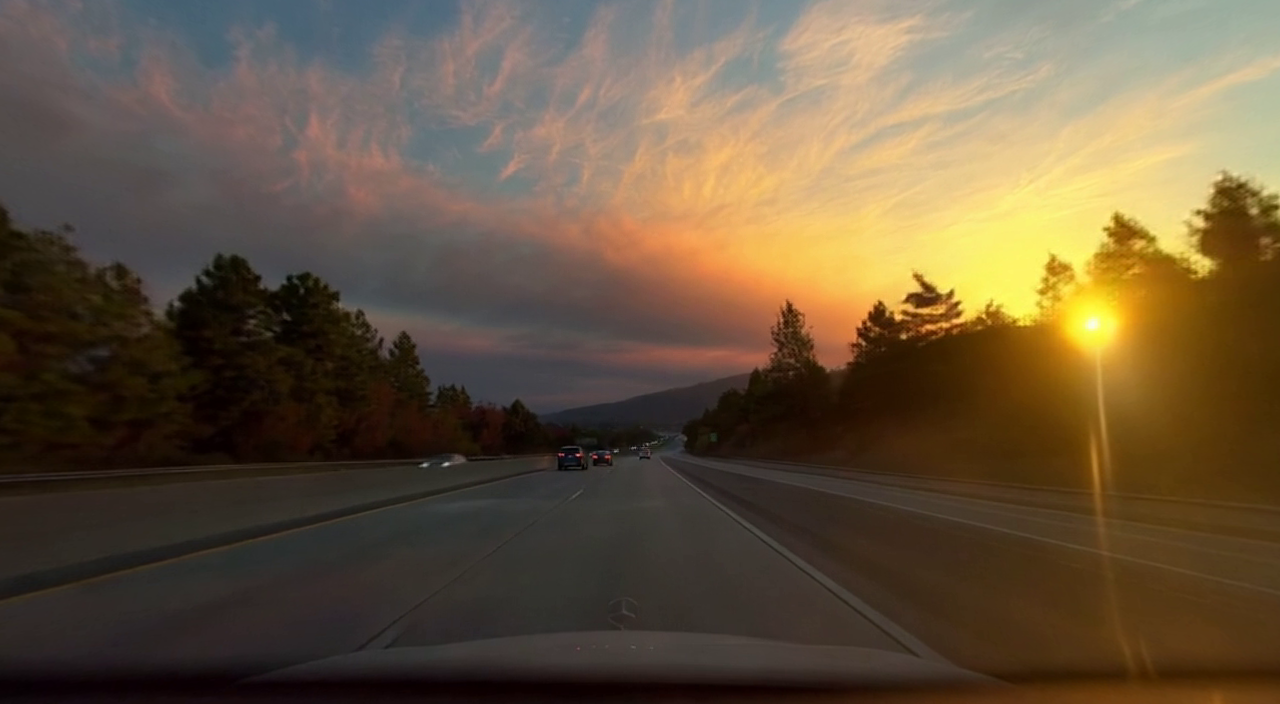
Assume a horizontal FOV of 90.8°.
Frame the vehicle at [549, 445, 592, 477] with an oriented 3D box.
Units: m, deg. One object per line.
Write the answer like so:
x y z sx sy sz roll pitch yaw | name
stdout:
-3.744 5.946 34.676 1.846 1.600 4.108 0 -9 0 | vehicle
